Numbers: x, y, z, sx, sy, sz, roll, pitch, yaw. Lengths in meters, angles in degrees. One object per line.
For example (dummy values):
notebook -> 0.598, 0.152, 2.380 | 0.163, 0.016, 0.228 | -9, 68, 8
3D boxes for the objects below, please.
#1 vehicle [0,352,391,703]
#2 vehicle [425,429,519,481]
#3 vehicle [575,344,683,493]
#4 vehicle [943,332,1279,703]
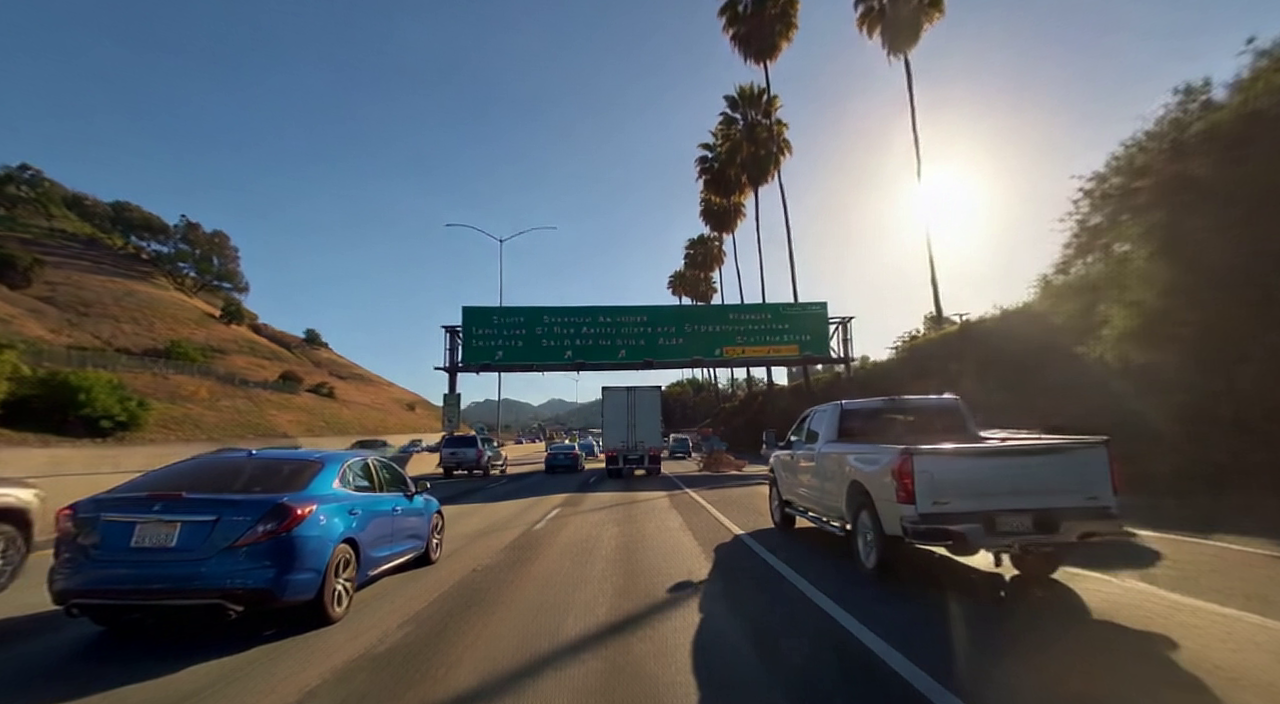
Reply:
vehicle -> -3.215, 1.052, 3.630 | 1.885, 1.654, 4.103 | 0, -9, 0
vehicle -> -6.838, 4.293, 26.551 | 2.344, 1.954, 5.579 | 0, -9, 1
vehicle -> -0.167, 2.607, 22.610 | 2.906, 4.040, 10.743 | -1, -9, 1
vehicle -> 3.174, 0.634, 2.155 | 1.859, 1.416, 4.695 | 0, -9, -1
